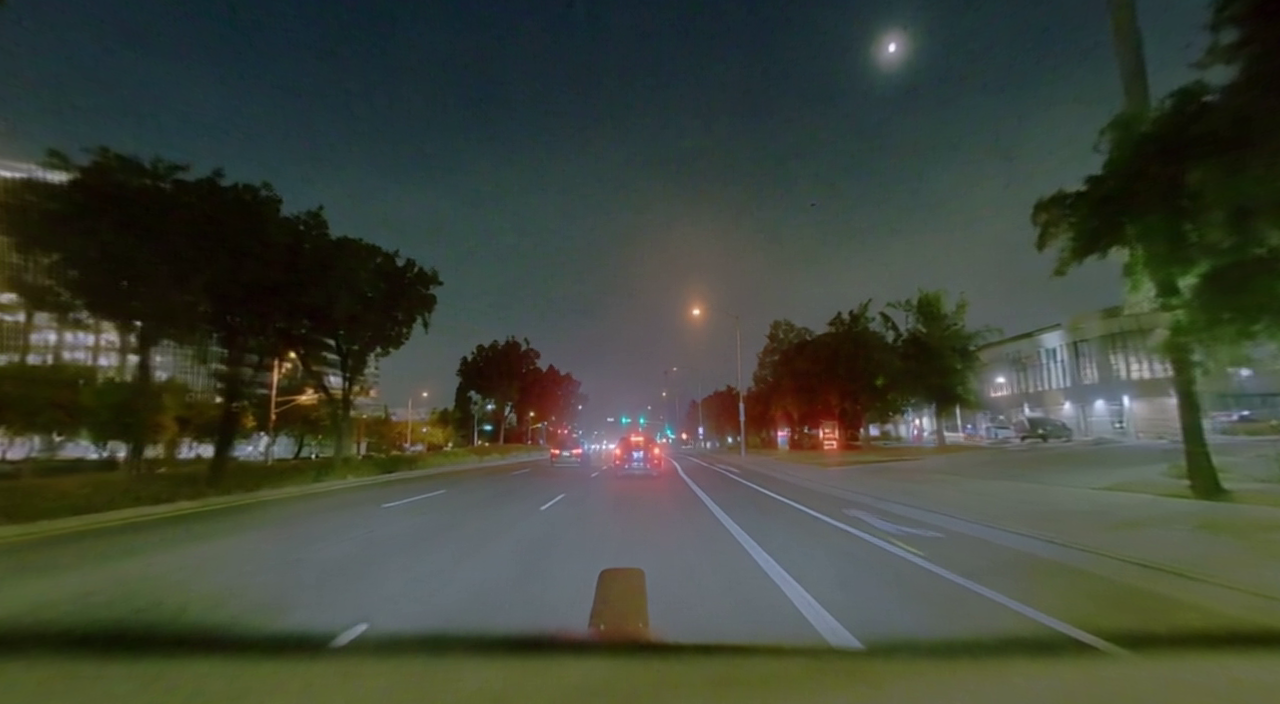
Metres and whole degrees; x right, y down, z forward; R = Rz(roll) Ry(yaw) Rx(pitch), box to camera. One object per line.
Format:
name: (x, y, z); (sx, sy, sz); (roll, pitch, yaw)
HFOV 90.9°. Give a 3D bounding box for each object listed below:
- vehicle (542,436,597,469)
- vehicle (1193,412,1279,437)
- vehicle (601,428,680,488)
vehicle: (-3.370, 4.931, 31.155); (1.942, 1.462, 4.905); (-1, -8, 2)
vehicle: (45.069, 5.476, 47.366); (4.851, 1.673, 1.912); (-5, -10, 31)
vehicle: (0.015, 3.263, 19.673); (2.199, 1.652, 4.101); (0, -8, 0)
